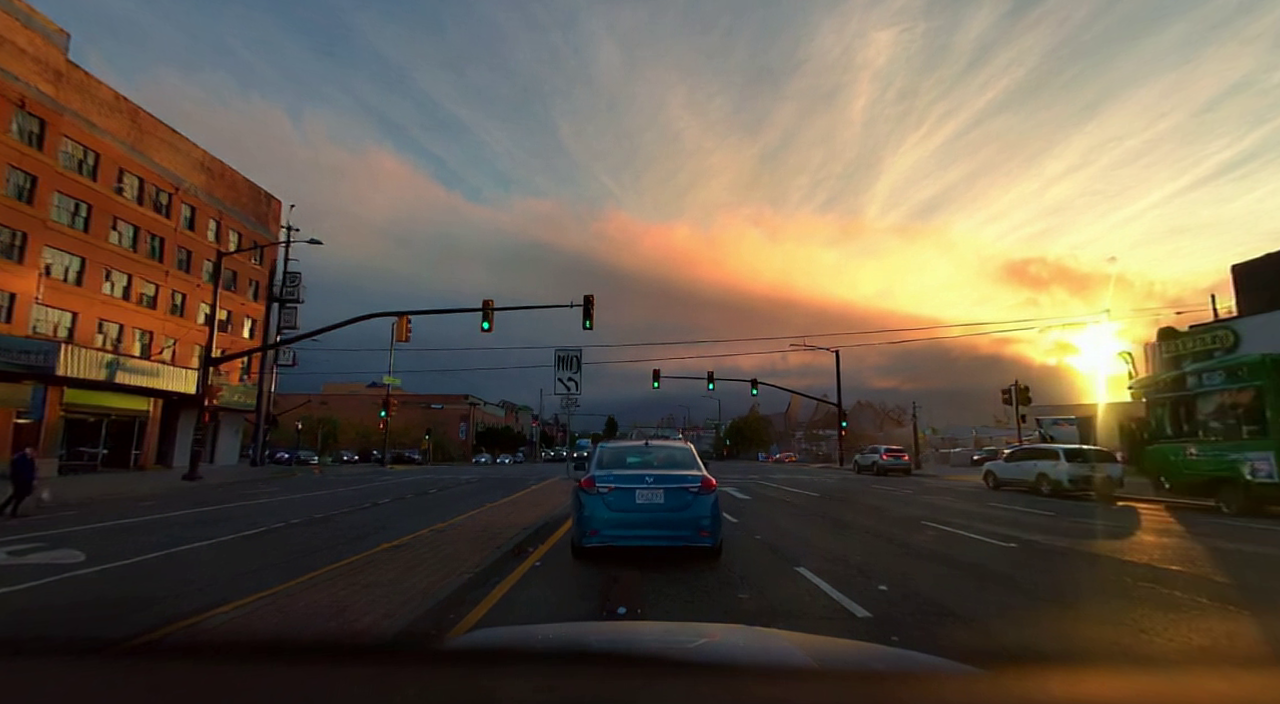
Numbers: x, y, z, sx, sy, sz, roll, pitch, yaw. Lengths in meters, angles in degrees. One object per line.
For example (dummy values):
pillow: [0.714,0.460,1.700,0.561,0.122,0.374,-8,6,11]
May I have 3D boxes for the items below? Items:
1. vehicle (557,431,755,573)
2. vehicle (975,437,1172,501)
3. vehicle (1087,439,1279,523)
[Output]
vehicle: [0.139,1.904,8.816,2.067,1.471,4.241,0,-9,-1]
vehicle: [14.063,3.820,21.162,2.309,1.819,5.793,0,-9,-2]
vehicle: [14.178,3.088,15.774,2.235,1.721,5.230,0,-9,1]
